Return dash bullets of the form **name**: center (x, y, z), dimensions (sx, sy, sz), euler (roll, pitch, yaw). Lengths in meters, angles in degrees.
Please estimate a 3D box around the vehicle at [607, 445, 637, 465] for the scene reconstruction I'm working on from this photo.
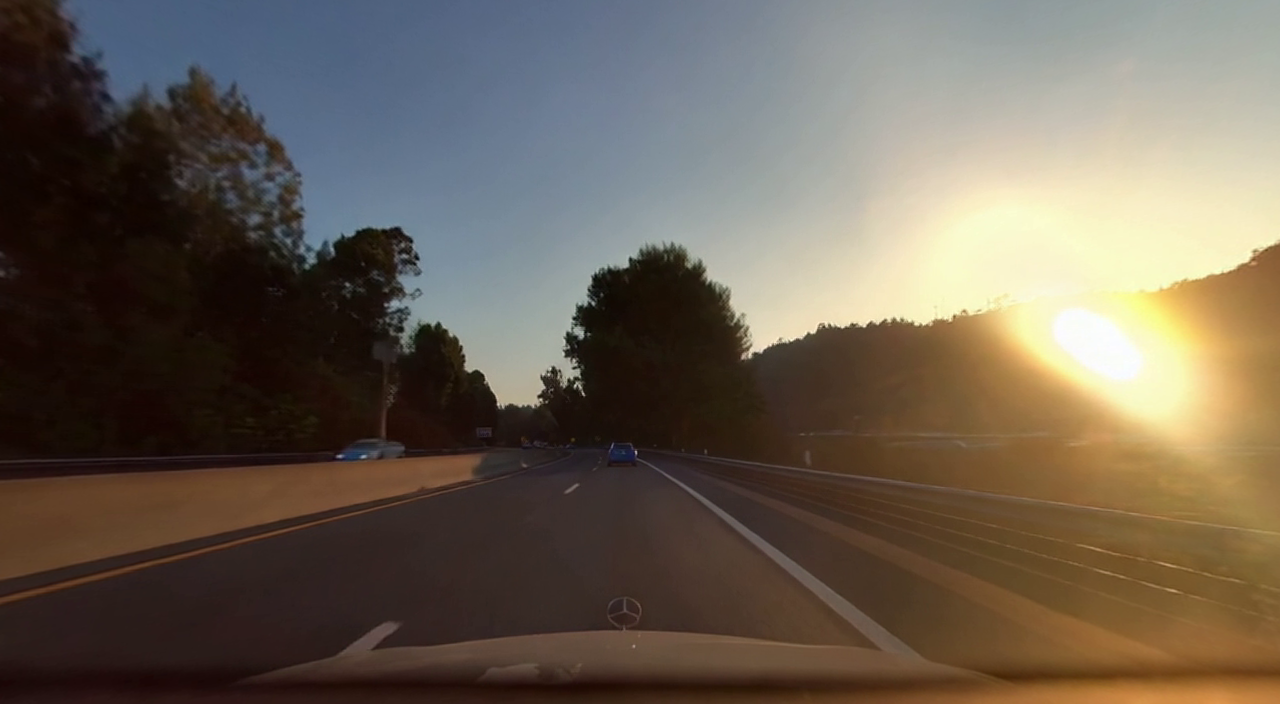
- **vehicle**: center (-1.362, 7.707, 47.097), dimensions (2.126, 1.411, 4.433), euler (0, -9, -2)
